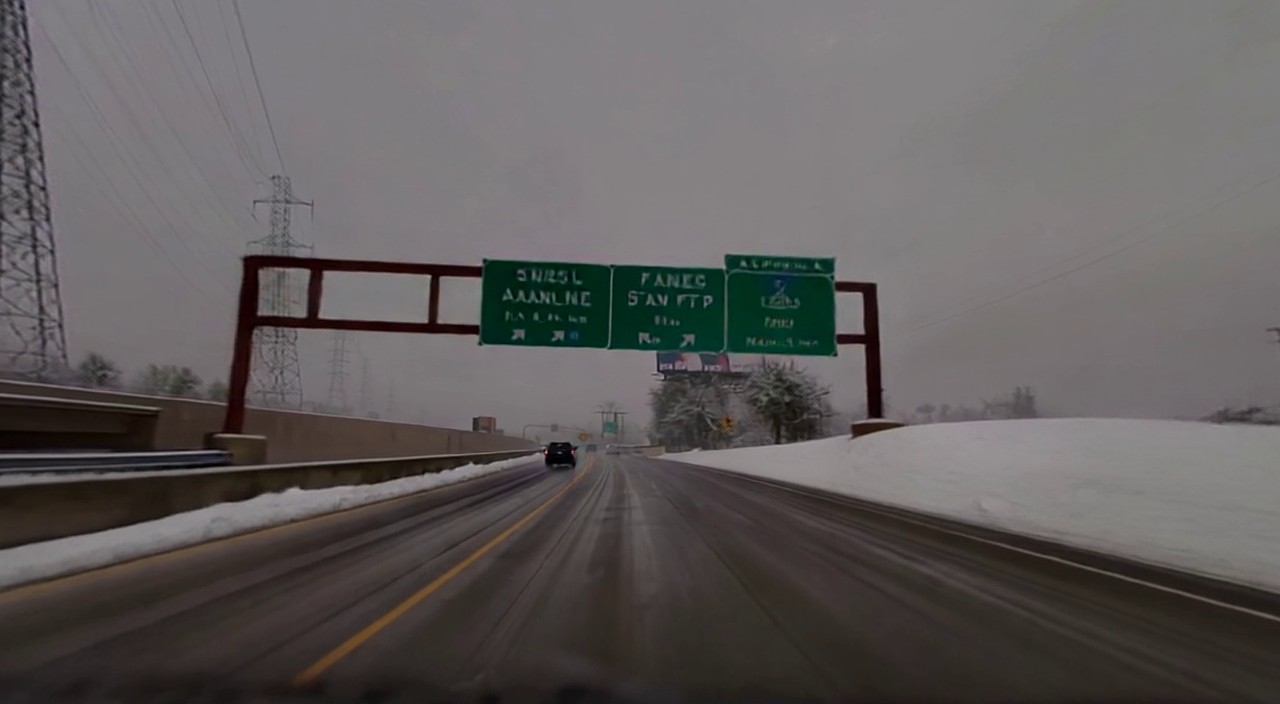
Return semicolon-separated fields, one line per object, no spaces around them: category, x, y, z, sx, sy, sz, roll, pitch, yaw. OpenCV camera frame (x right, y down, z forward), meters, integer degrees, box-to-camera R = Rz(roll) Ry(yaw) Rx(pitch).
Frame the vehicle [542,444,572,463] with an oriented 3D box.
vehicle;-6.442;7.935;49.466;1.921;1.420;4.078;0;-8;-2
